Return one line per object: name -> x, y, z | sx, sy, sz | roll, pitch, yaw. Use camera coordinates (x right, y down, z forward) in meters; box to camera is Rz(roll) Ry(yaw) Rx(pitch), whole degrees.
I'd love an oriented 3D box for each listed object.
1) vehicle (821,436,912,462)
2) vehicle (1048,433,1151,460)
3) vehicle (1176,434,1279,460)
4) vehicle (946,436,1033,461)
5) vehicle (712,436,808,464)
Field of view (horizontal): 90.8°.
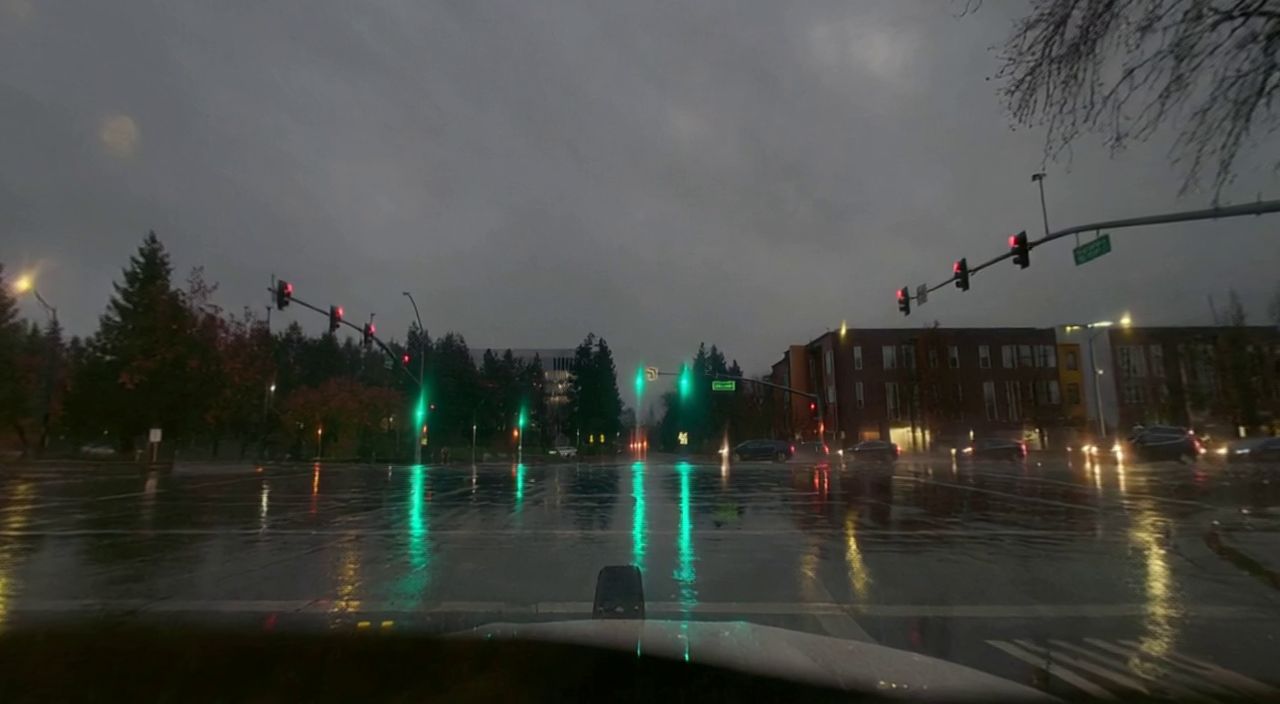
vehicle -> 13.187, 5.659, 36.975 | 4.631, 1.435, 1.715 | 0, -9, 0
vehicle -> 26.545, 5.498, 36.593 | 4.519, 1.476, 1.767 | 0, -9, 1
vehicle -> 34.431, 5.504, 36.720 | 4.724, 1.452, 1.870 | 0, -9, 0
vehicle -> 22.081, 6.110, 40.033 | 4.443, 1.472, 1.794 | 0, -9, 1
vehicle -> 6.248, 5.157, 33.226 | 4.629, 1.423, 1.833 | 0, -9, 0
